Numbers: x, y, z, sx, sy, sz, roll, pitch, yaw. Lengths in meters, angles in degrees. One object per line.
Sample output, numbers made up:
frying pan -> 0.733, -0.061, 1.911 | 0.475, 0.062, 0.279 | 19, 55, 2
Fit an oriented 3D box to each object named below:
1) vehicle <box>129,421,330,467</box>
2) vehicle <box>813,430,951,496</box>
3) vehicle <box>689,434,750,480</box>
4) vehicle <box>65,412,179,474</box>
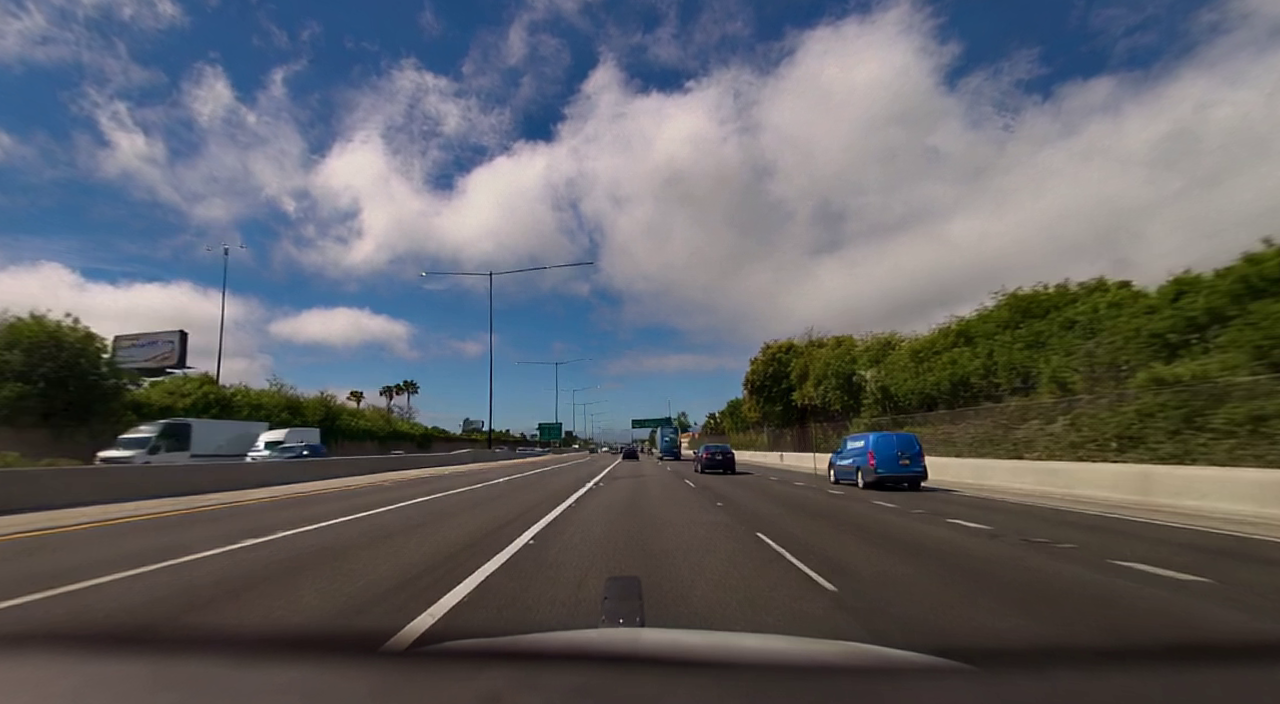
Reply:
vehicle -> -29.123, 6.908, 47.172 | 2.682, 2.685, 19.077 | 0, -8, 0
vehicle -> 7.367, 3.423, 19.928 | 2.266, 1.799, 4.947 | 0, -9, -2
vehicle -> 3.573, 4.813, 29.221 | 2.035, 1.931, 4.841 | 0, -9, -2
vehicle -> -29.014, 5.109, 35.595 | 3.011, 3.266, 3.745 | 0, -9, 0
